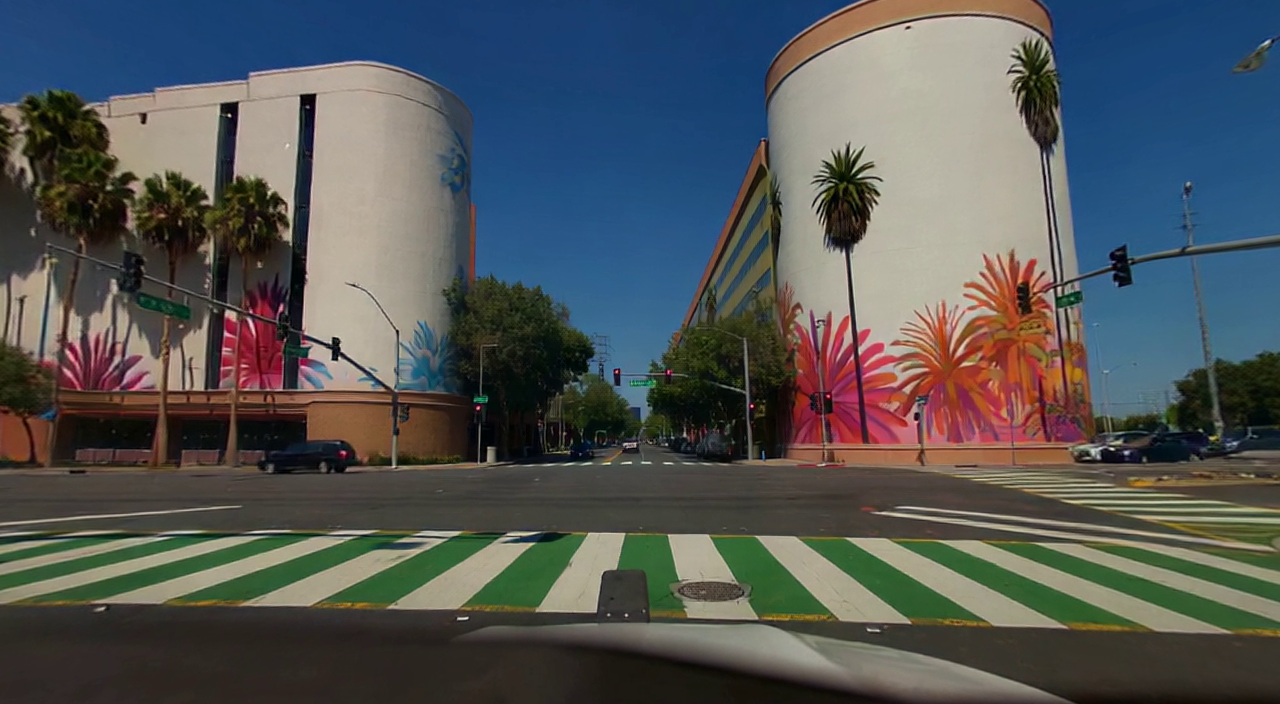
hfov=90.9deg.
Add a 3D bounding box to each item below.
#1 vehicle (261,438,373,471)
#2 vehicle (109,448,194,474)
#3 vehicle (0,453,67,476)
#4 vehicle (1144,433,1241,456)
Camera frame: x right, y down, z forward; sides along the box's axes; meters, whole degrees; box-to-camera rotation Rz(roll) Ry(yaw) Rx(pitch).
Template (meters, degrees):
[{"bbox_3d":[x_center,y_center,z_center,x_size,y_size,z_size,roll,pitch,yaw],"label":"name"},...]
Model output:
[{"bbox_3d":[-19.194,6.109,37.659,5.477,1.880,2.125,0,-8,1],"label":"vehicle"},{"bbox_3d":[-33.074,7.395,42.752,4.136,1.661,1.857,0,-8,1],"label":"vehicle"},{"bbox_3d":[-41.663,7.606,42.768,3.698,1.508,1.779,0,-8,1],"label":"vehicle"},{"bbox_3d":[36.152,6.043,41.305,4.606,1.449,1.687,0,-8,2],"label":"vehicle"}]
